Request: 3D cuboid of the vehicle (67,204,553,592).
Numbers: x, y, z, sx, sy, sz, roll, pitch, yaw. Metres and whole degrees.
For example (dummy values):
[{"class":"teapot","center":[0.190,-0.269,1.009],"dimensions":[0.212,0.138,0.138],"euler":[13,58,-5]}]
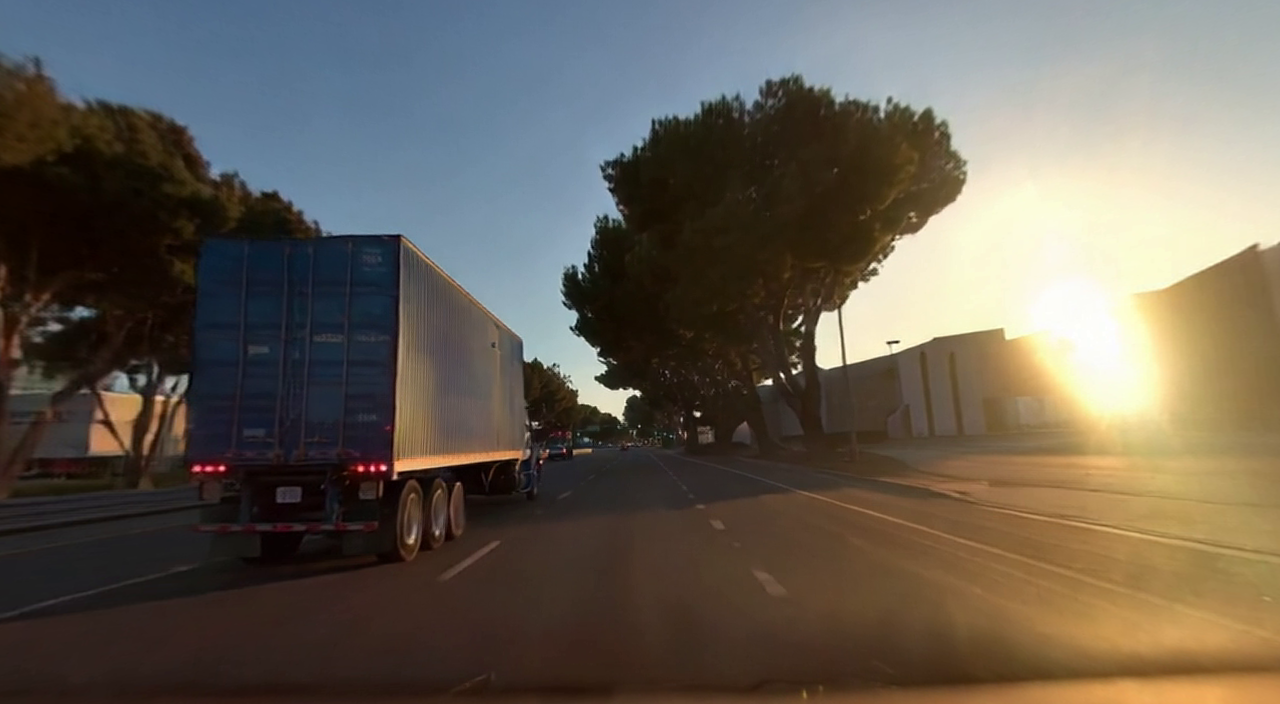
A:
[{"class":"vehicle","center":[-3.397,0.935,9.736],"dimensions":[2.910,3.419,8.376],"euler":[0,-8,0]}]
